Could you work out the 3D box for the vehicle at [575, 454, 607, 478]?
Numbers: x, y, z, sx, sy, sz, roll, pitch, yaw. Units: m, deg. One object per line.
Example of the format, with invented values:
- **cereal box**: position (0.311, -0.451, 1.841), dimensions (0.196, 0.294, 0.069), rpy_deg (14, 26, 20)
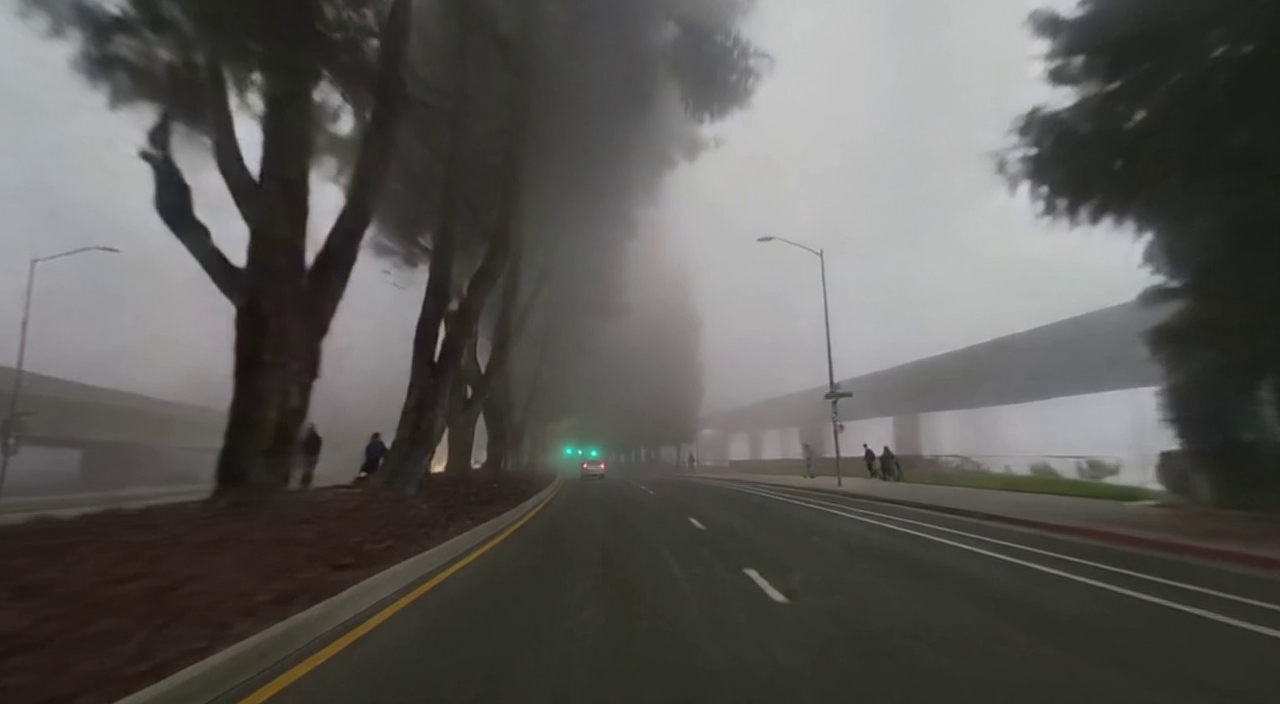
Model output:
- **vehicle**: position (-3.860, 8.851, 49.204), dimensions (2.184, 1.713, 4.231), rpy_deg (1, -9, -9)
